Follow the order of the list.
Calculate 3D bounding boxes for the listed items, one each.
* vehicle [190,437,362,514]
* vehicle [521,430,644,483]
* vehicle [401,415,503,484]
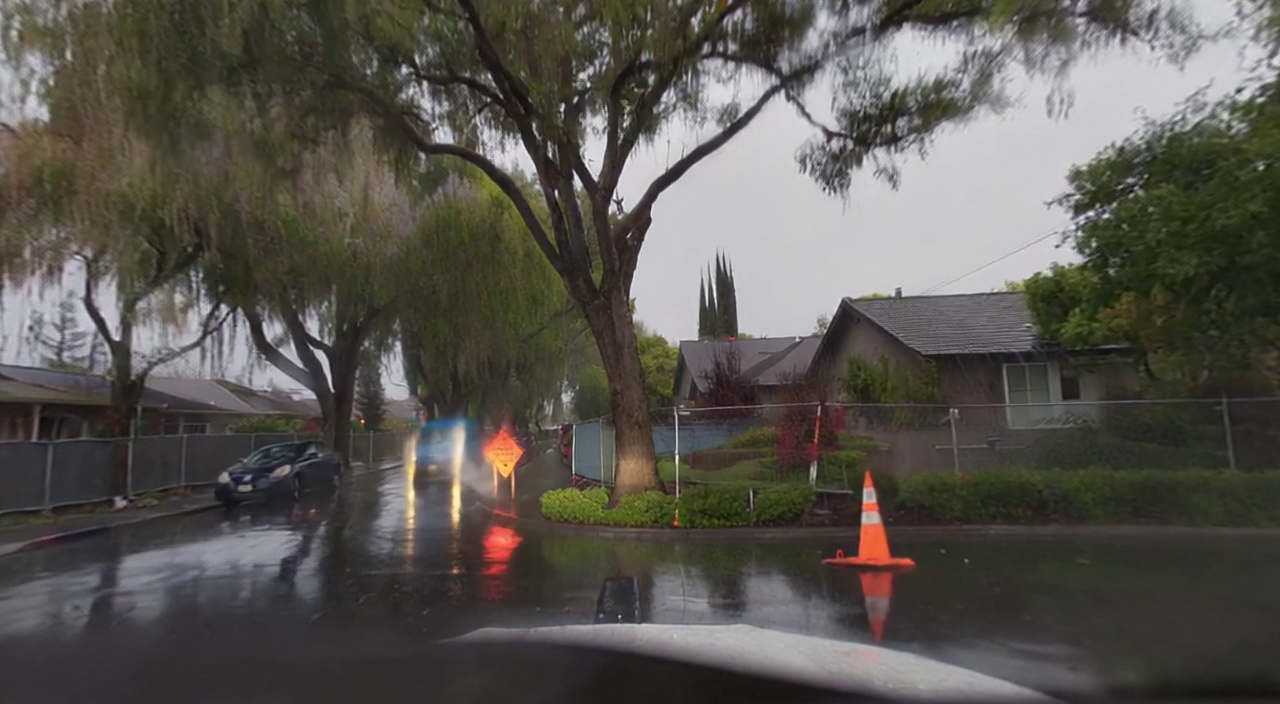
[{"bbox_3d":[-8.343,2.802,14.953,1.899,1.524,4.082,1,-8,-5],"label":"vehicle"},{"bbox_3d":[-1.638,3.152,19.435,1.827,1.436,4.070,-4,-9,28],"label":"vehicle"},{"bbox_3d":[-6.002,3.150,20.788,2.219,1.984,4.712,1,-8,-4],"label":"vehicle"}]
